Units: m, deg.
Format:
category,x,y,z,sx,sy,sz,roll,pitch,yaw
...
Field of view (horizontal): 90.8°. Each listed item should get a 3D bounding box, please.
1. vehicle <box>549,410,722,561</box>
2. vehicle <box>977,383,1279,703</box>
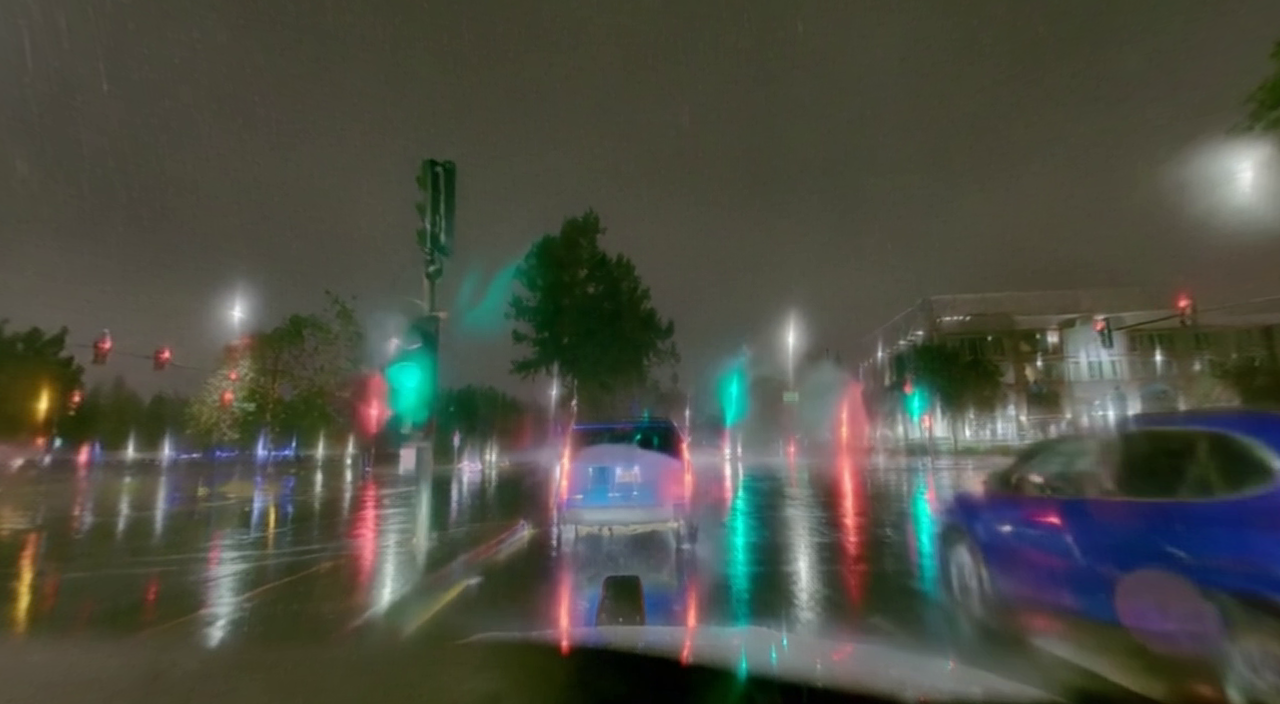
category,x,y,z,sx,sy,sz,roll,pitch,yaw
vehicle,-0.163,1.905,9.729,2.085,1.807,4.038,0,-8,-3
vehicle,3.580,0.916,2.583,1.899,1.572,4.425,0,-8,-1
